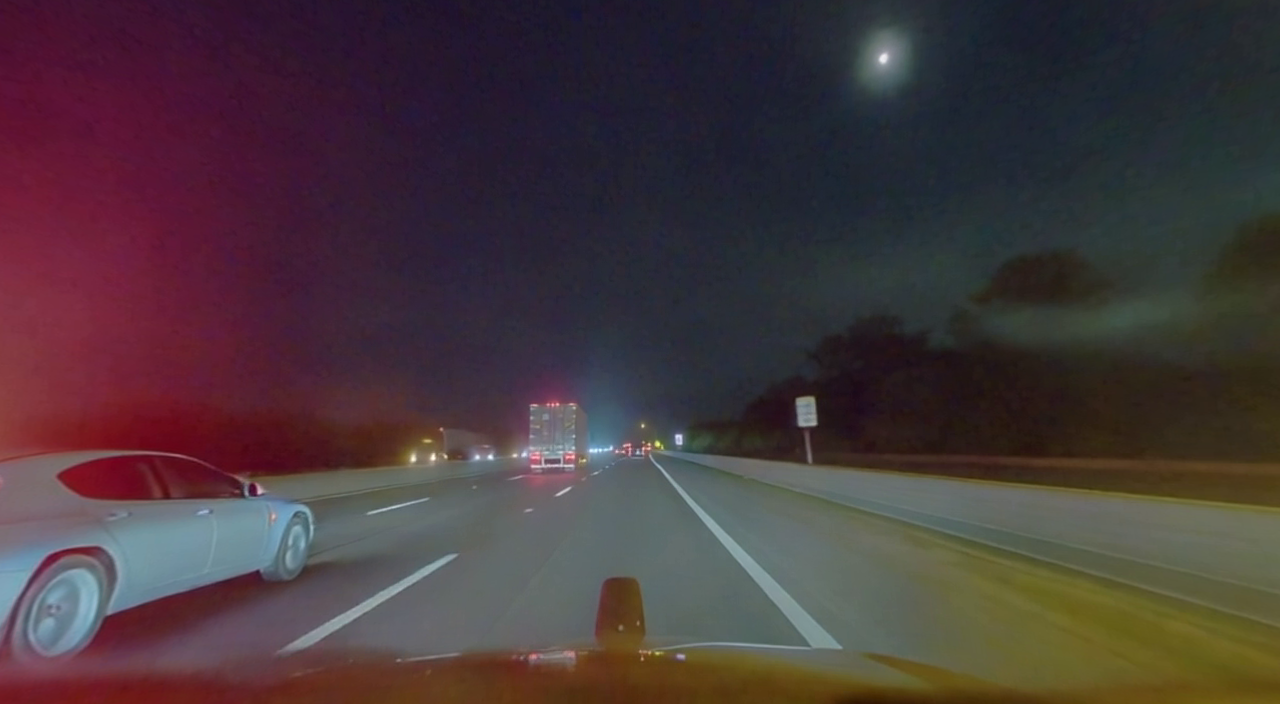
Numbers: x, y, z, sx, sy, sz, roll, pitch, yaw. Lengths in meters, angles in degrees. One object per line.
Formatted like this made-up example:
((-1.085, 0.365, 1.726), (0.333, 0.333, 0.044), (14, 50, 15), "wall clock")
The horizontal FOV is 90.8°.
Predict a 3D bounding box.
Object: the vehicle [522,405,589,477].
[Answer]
((-4.442, 4.931, 34.719), (2.707, 3.461, 7.191), (0, -9, 0), "vehicle")

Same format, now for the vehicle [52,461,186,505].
((-19.899, 4.987, 24.355), (1.712, 1.416, 3.996), (0, -9, 1), "vehicle")
